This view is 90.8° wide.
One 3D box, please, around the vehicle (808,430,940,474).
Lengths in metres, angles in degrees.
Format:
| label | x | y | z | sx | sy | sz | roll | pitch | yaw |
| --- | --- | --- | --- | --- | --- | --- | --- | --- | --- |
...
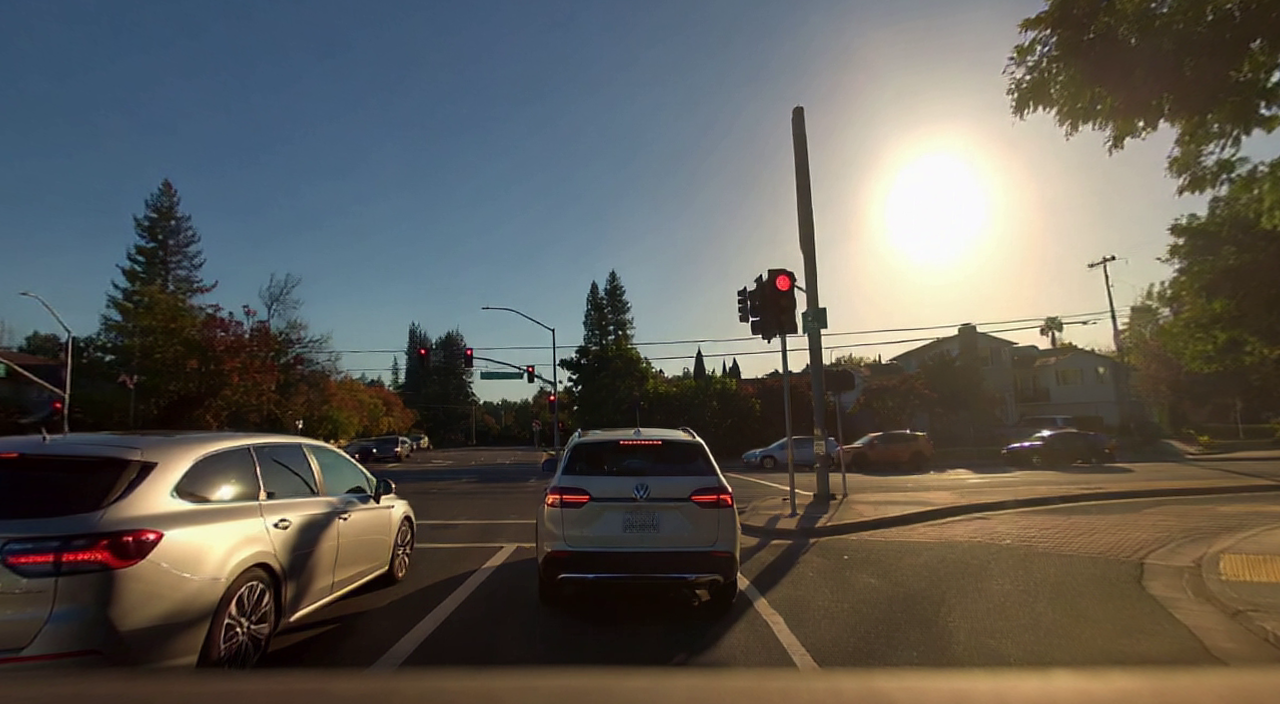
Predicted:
| label | x | y | z | sx | sy | sz | roll | pitch | yaw |
| --- | --- | --- | --- | --- | --- | --- | --- | --- | --- |
| vehicle | 9.899 | 4.282 | 27.104 | 4.887 | 1.769 | 2.035 | -1 | -9 | 6 |

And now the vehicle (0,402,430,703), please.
| label | x | y | z | sx | sy | sz | roll | pitch | yaw |
| --- | --- | --- | --- | --- | --- | --- | --- | --- | --- |
| vehicle | -3.299 | 1.272 | 4.725 | 2.035 | 1.492 | 4.415 | 0 | -9 | -2 |

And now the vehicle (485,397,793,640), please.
| label | x | y | z | sx | sy | sz | roll | pitch | yaw |
| --- | --- | --- | --- | --- | --- | --- | --- | --- | --- |
| vehicle | -0.151 | 1.468 | 6.574 | 2.154 | 1.670 | 4.140 | 1 | -9 | -5 |

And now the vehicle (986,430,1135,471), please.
| label | x | y | z | sx | sy | sz | roll | pitch | yaw |
| --- | --- | --- | --- | --- | --- | --- | --- | --- | --- |
| vehicle | 17.363 | 4.102 | 26.293 | 4.670 | 1.616 | 1.926 | -1 | -9 | 6 |
